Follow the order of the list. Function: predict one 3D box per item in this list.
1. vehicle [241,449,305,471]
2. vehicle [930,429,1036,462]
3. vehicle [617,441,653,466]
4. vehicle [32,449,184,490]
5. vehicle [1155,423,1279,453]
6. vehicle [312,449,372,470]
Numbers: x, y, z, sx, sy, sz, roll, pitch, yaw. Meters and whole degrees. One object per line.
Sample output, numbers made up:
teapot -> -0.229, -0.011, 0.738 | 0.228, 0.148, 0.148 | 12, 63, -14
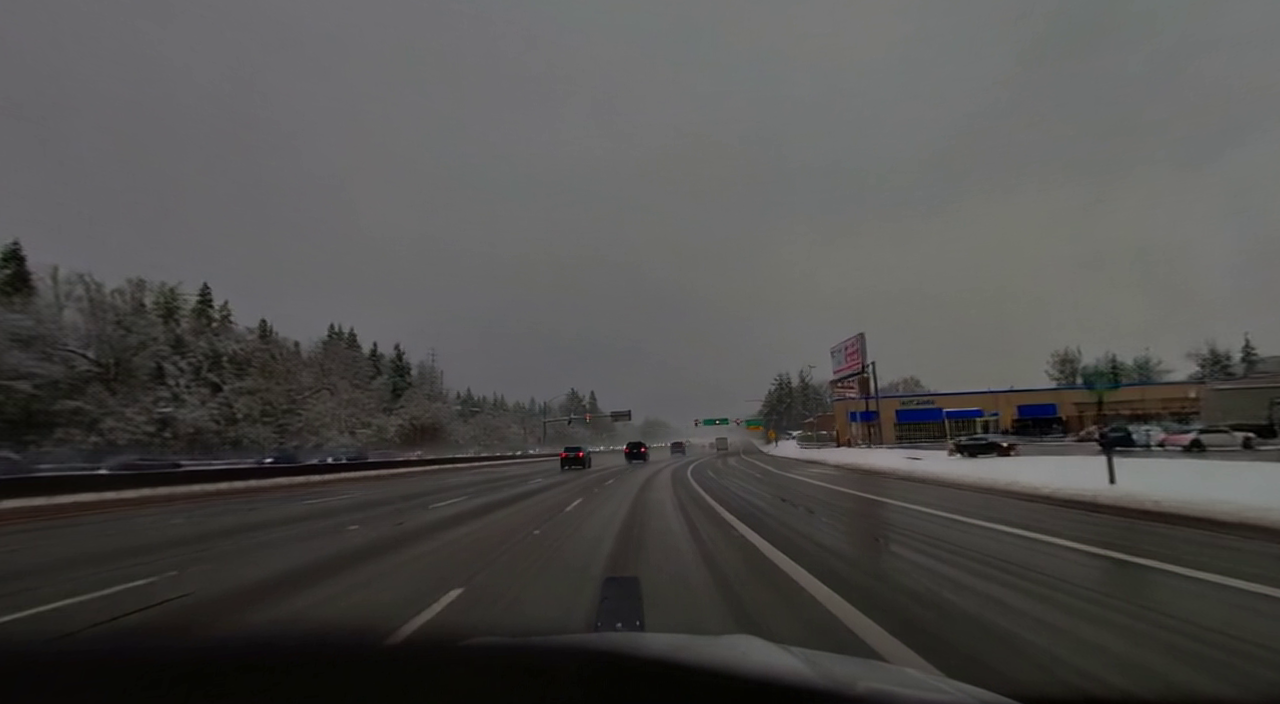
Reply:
vehicle -> -26.519, 7.802, 45.807 | 1.854, 1.526, 4.216 | -1, -9, 6
vehicle -> 18.084, 4.959, 33.570 | 4.577, 1.460, 1.937 | -6, -9, 20
vehicle -> -0.299, 7.494, 46.764 | 2.139, 1.782, 4.079 | -1, -9, 7
vehicle -> -21.256, 4.686, 25.569 | 1.897, 1.444, 4.685 | -1, -9, 3
vehicle -> 30.476, 4.609, 33.377 | 4.650, 1.484, 1.920 | -5, -10, 26
vehicle -> -22.460, 8.097, 47.812 | 1.902, 1.462, 4.579 | -1, -9, 7
